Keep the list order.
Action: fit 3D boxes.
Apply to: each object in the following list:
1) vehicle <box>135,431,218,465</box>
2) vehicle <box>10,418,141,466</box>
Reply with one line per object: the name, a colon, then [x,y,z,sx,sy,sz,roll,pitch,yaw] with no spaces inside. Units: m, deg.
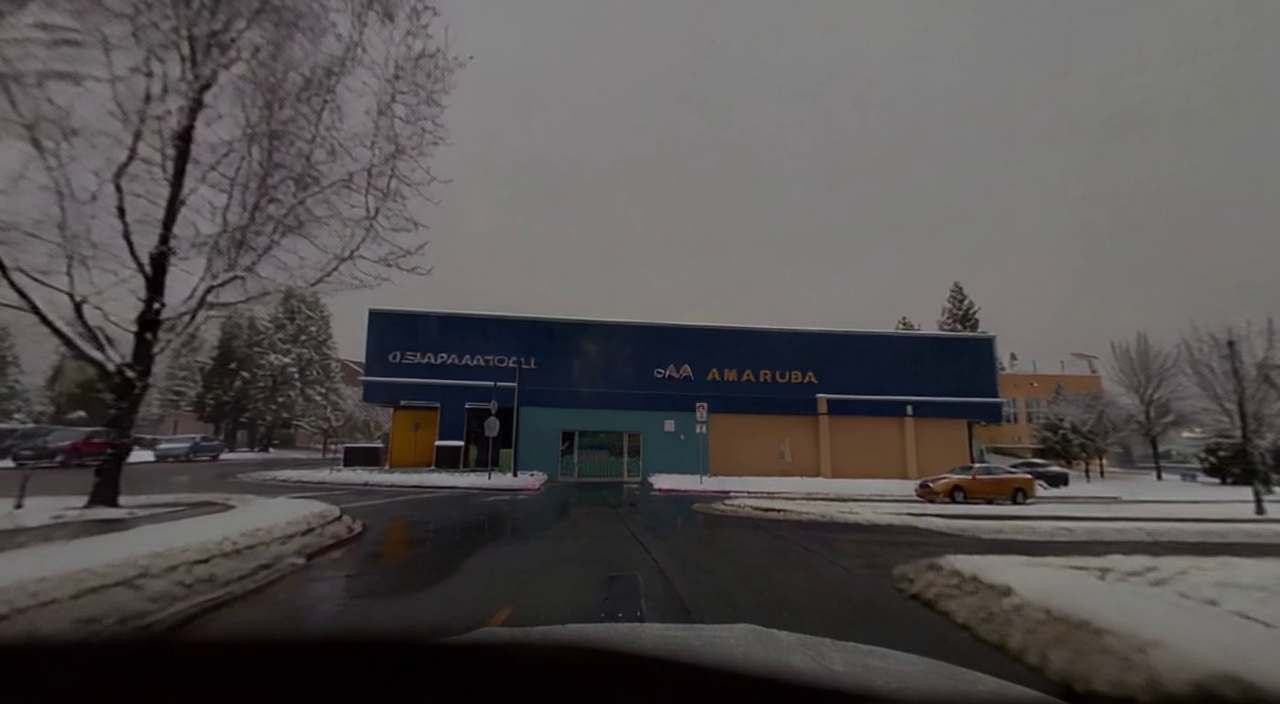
vehicle: [-25.937,5.345,35.389,1.870,1.563,4.039,-3,-6,-4]
vehicle: [-22.332,3.664,25.140,1.675,1.587,3.980,-2,-12,-4]
